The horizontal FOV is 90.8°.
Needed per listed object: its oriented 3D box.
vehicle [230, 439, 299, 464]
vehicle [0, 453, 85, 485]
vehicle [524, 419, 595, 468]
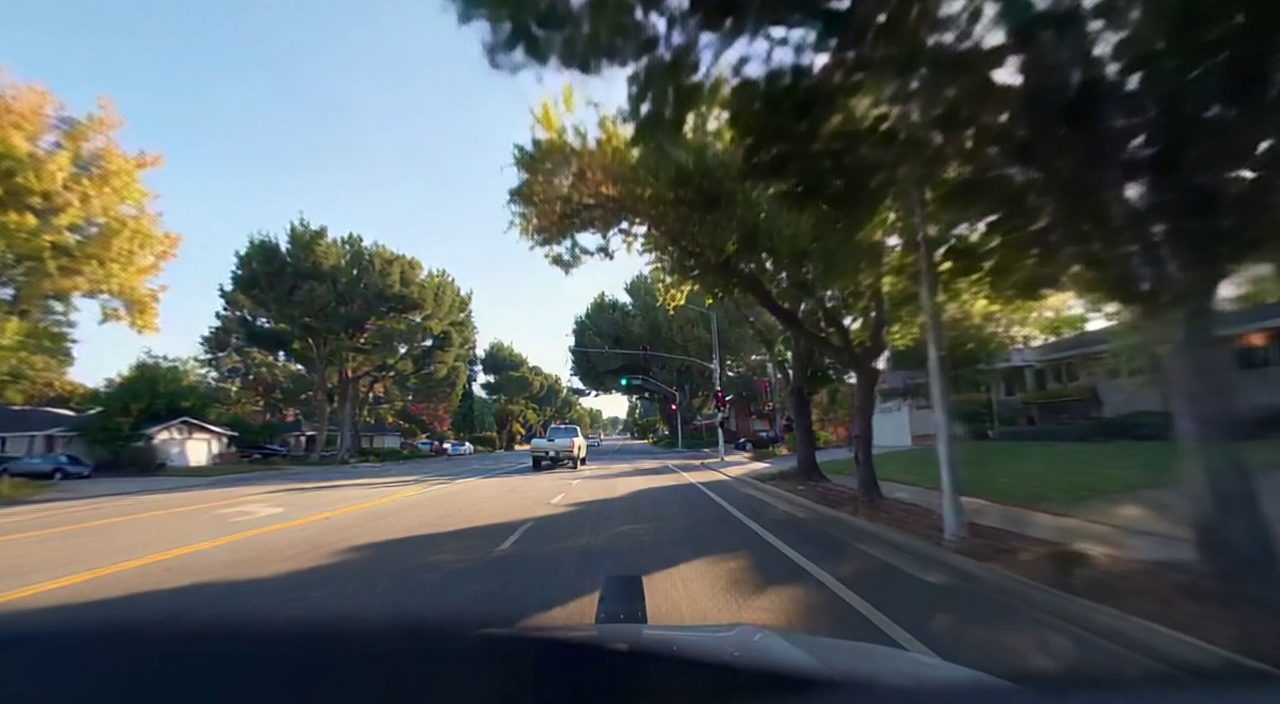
[{"bbox_3d":[-28.872,7.697,48.647,4.092,1.624,1.965,-1,-11,-12],"label":"vehicle"},{"bbox_3d":[-30.283,5.677,30.774,4.506,1.453,2.108,0,-8,1],"label":"vehicle"},{"bbox_3d":[-3.583,4.233,29.333,2.508,2.001,5.880,0,-8,0],"label":"vehicle"}]
